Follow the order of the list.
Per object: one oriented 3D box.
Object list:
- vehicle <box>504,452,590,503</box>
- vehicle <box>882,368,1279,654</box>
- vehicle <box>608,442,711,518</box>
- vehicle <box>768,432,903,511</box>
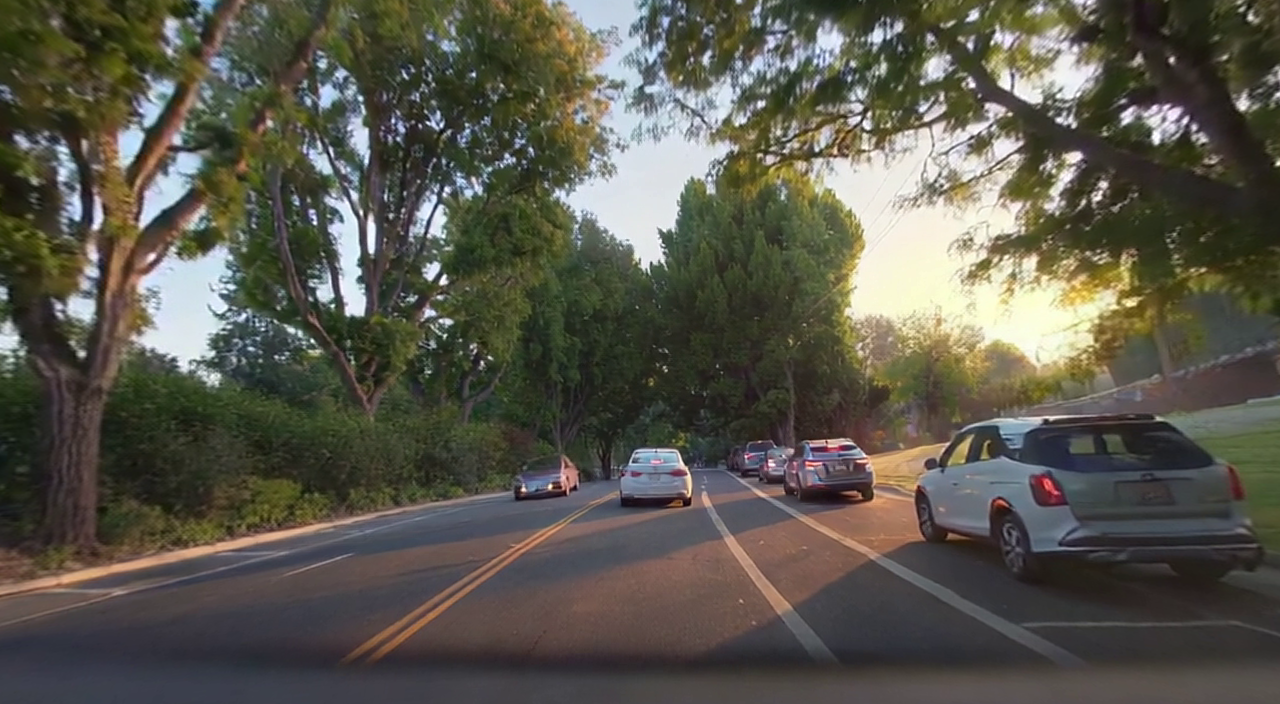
[{"bbox_3d":[-3.167,4.369,22.384,2.087,1.449,4.575,-3,-9,4],"label":"vehicle"},{"bbox_3d":[4.284,1.339,6.407,1.968,1.783,4.826,0,-8,3],"label":"vehicle"},{"bbox_3d":[0.468,2.905,14.868,2.078,1.521,4.058,0,-8,2],"label":"vehicle"},{"bbox_3d":[4.581,2.861,15.629,1.957,1.629,4.609,0,-8,1],"label":"vehicle"}]
